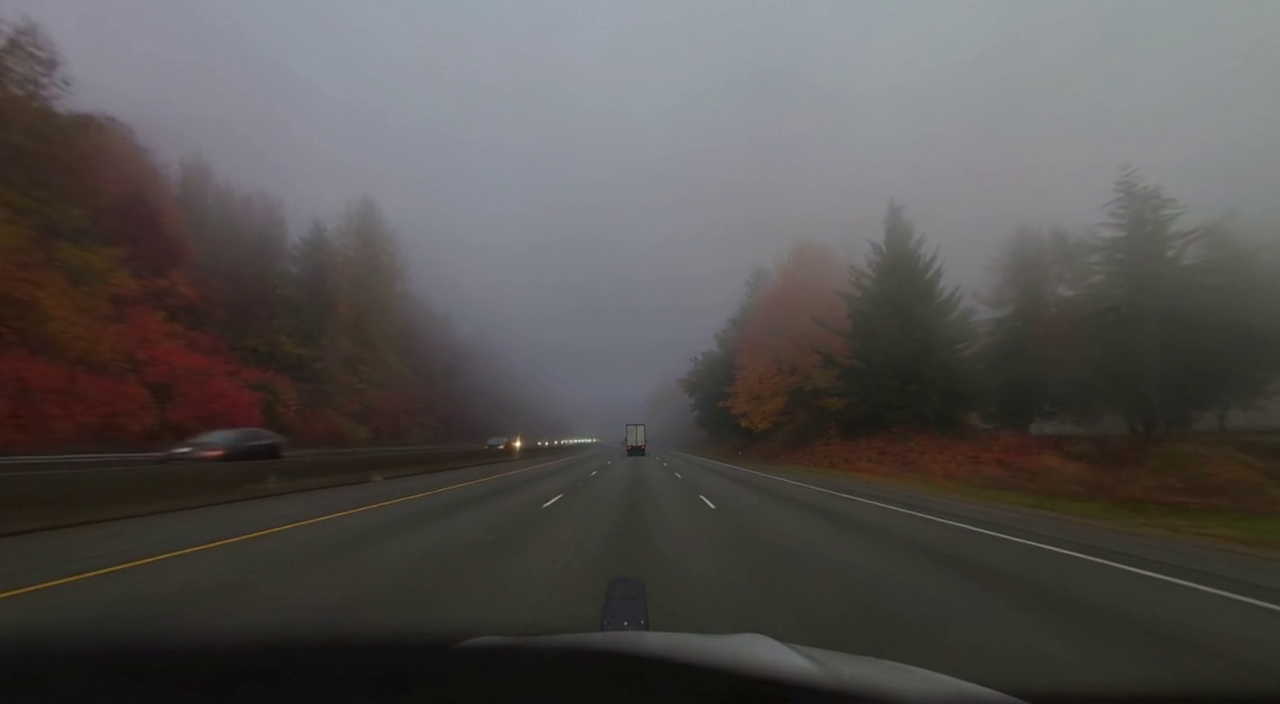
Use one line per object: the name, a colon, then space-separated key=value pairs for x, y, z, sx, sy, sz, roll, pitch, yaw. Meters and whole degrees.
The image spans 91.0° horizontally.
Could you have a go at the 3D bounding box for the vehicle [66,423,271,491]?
vehicle: x=-11.754 y=2.641 z=16.161 sx=1.871 sy=1.495 sz=4.368 roll=0 pitch=-8 yaw=0
